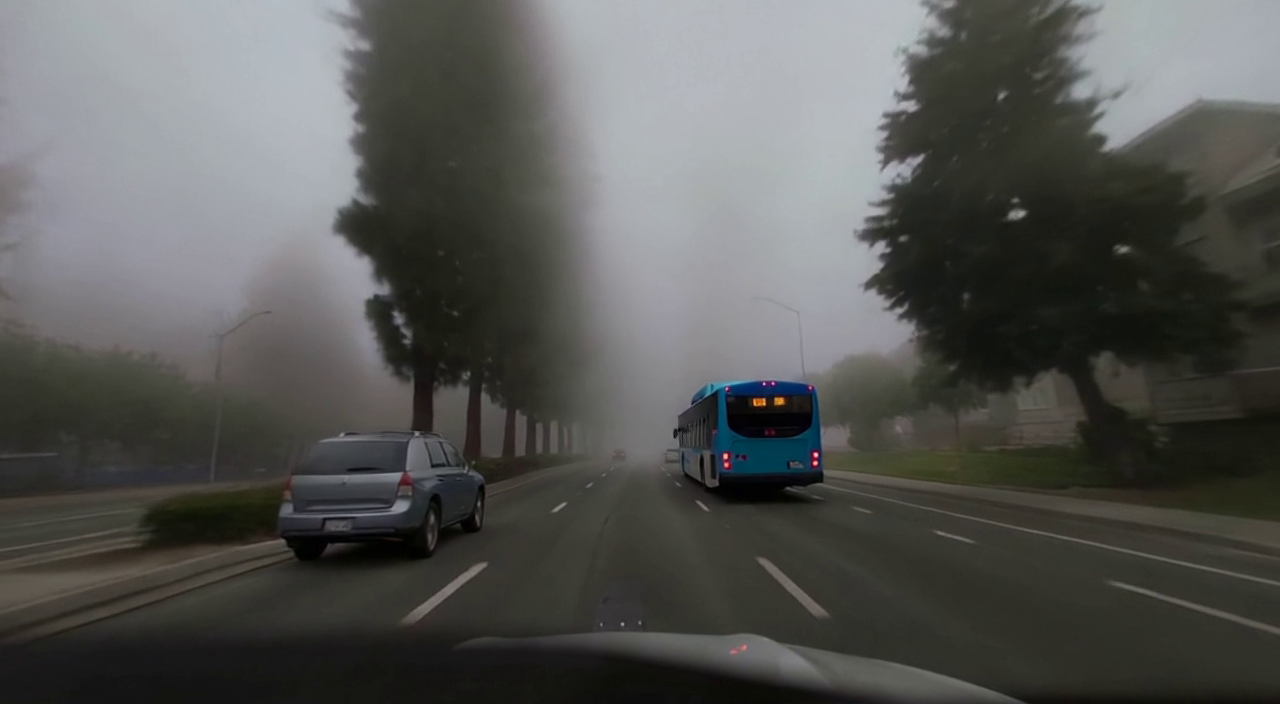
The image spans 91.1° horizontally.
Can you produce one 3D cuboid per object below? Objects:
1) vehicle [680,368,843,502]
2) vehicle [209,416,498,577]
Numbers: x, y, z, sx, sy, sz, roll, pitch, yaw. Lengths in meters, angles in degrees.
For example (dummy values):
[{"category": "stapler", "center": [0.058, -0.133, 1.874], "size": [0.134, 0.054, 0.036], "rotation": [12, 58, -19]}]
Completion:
[{"category": "vehicle", "center": [3.375, 2.944, 21.757], "size": [3.072, 3.278, 12.747], "rotation": [0, -8, 0]}, {"category": "vehicle", "center": [-3.695, 1.929, 9.218], "size": [2.111, 1.767, 4.333], "rotation": [0, -8, 1]}]
